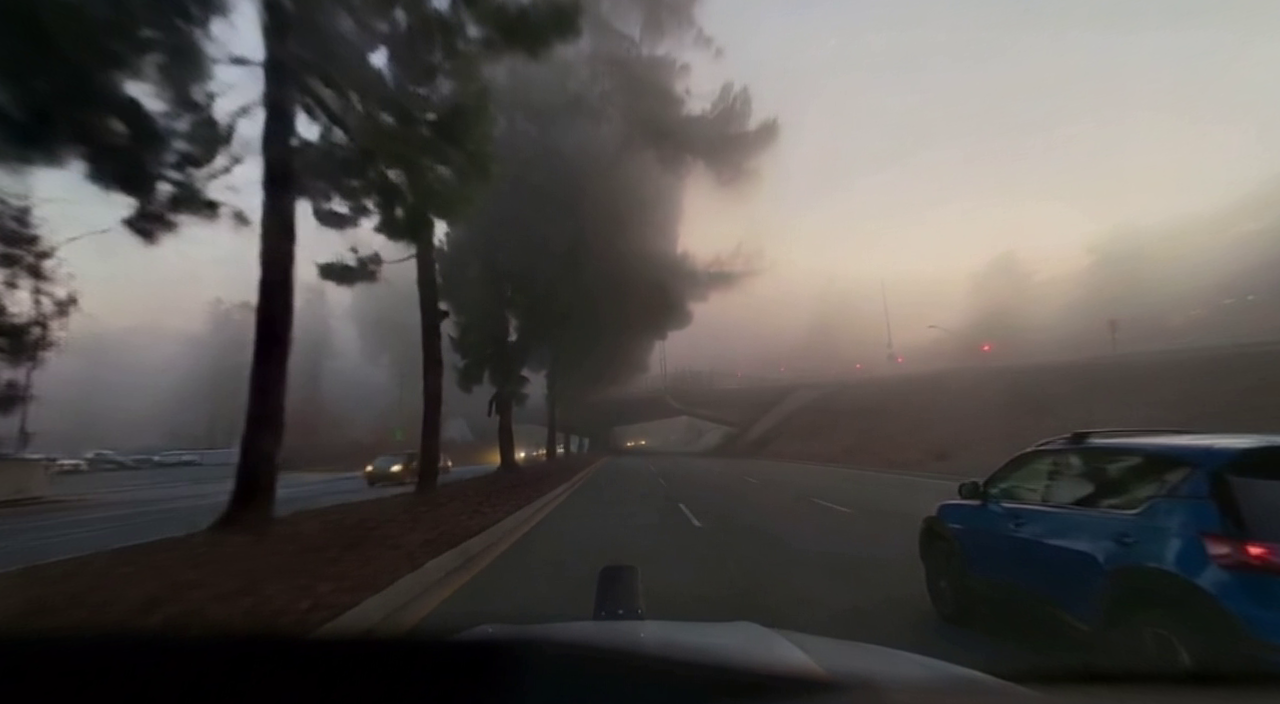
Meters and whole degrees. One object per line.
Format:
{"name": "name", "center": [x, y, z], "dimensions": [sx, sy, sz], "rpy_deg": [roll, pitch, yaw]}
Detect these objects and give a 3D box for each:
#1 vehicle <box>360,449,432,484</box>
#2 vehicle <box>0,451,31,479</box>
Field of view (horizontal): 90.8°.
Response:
{"name": "vehicle", "center": [-12.229, 5.746, 32.000], "dimensions": [1.932, 1.615, 4.235], "rpy_deg": [0, -9, 0]}
{"name": "vehicle", "center": [-49.939, 8.843, 49.541], "dimensions": [4.715, 2.043, 2.247], "rpy_deg": [-7, -11, 38]}
